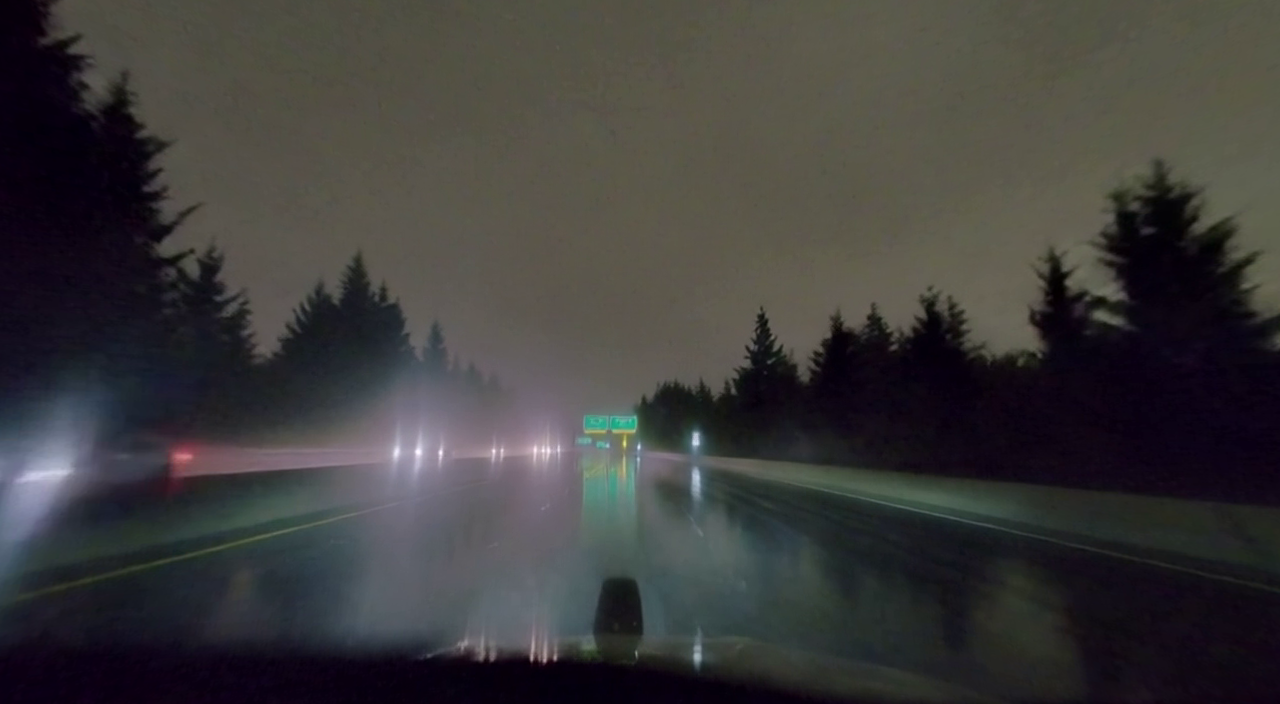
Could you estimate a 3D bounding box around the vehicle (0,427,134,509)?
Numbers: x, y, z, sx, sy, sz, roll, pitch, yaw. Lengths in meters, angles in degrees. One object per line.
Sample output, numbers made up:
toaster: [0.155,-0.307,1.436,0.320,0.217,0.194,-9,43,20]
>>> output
vehicle: [-12.916,2.293,12.477,1.853,1.506,4.630,0,-9,-1]

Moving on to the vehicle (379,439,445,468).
vehicle: [-13.192,5.934,36.610,2.021,1.545,4.889,0,-9,-1]
